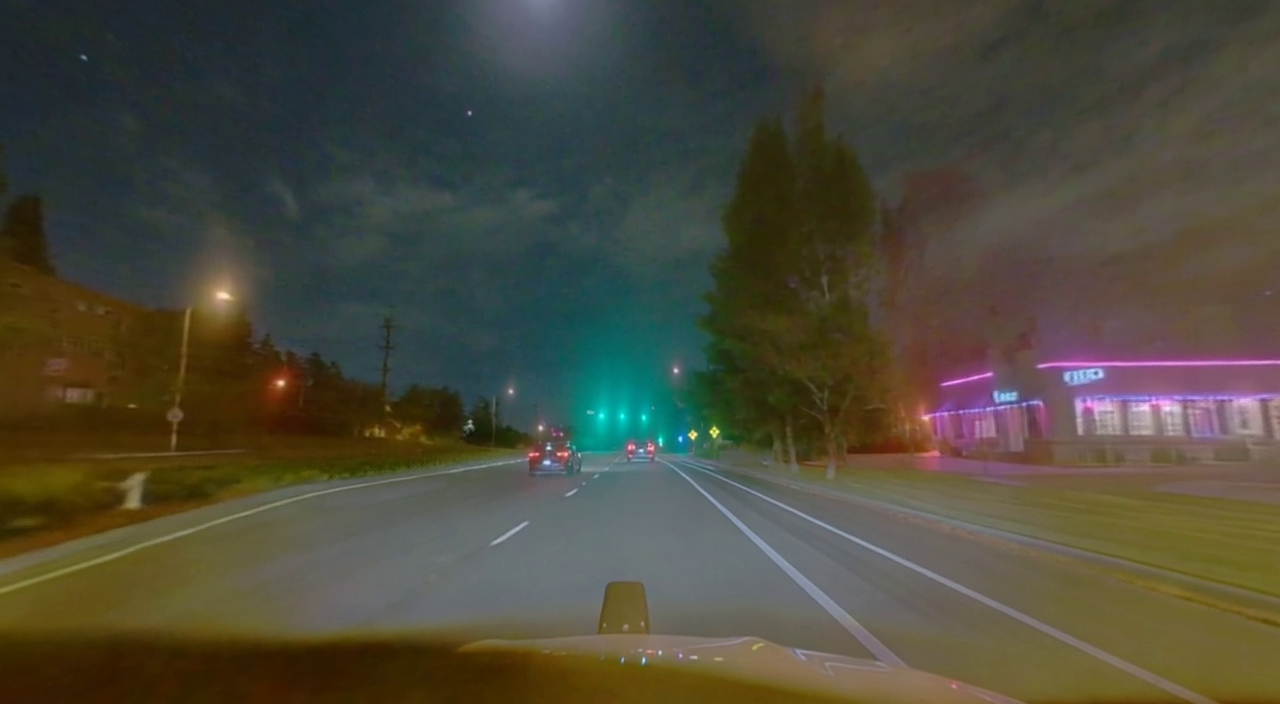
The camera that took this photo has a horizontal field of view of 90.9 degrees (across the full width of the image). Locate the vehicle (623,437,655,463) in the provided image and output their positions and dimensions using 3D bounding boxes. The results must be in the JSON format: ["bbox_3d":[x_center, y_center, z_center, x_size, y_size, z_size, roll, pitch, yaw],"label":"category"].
[{"bbox_3d":[-0.046,6.882,44.301,2.153,1.764,4.047,0,-8,1],"label":"vehicle"}]

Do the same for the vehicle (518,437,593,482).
[{"bbox_3d":[-2.987,3.920,23.277,2.015,1.470,4.458,0,-8,2],"label":"vehicle"}]
